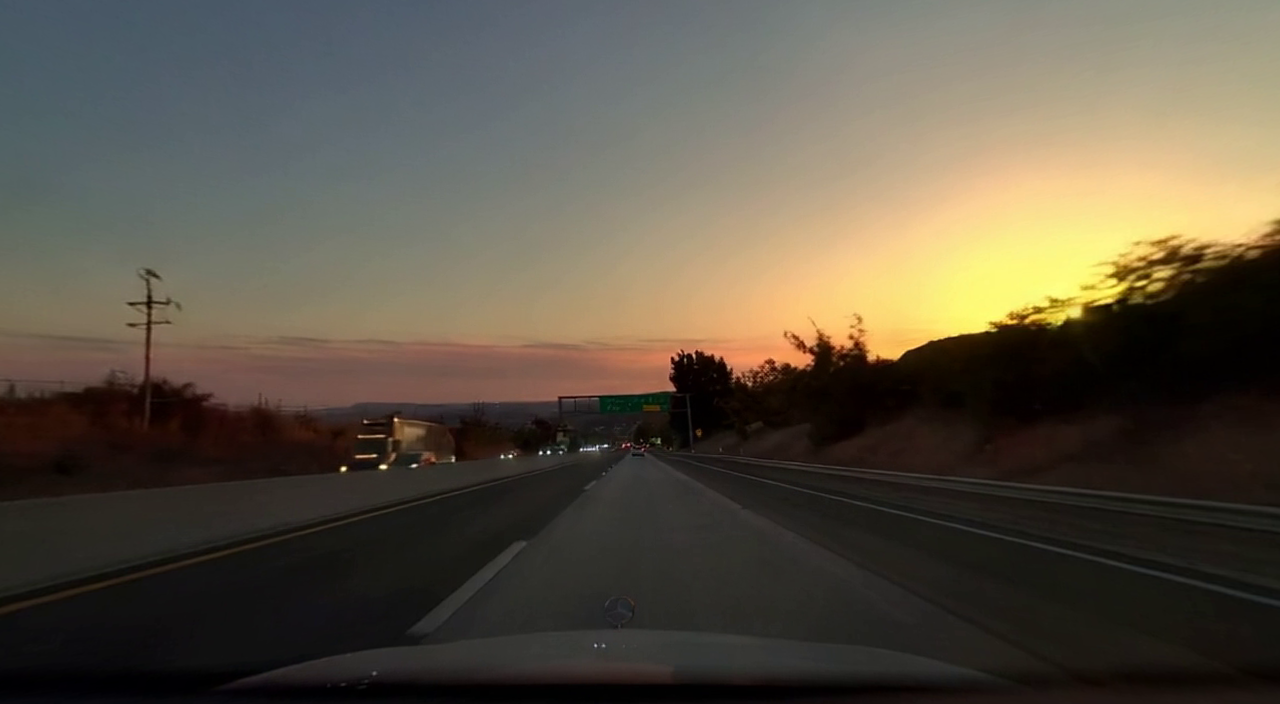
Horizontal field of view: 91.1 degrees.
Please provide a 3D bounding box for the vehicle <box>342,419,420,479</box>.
[{"bbox_3d":[-18.304,6.929,44.944,3.032,3.987,5.941,0,-9,-1],"label":"vehicle"}]

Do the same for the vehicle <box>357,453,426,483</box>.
[{"bbox_3d":[-13.004,6.075,33.228,1.816,1.473,4.499,0,-9,0],"label":"vehicle"}]
